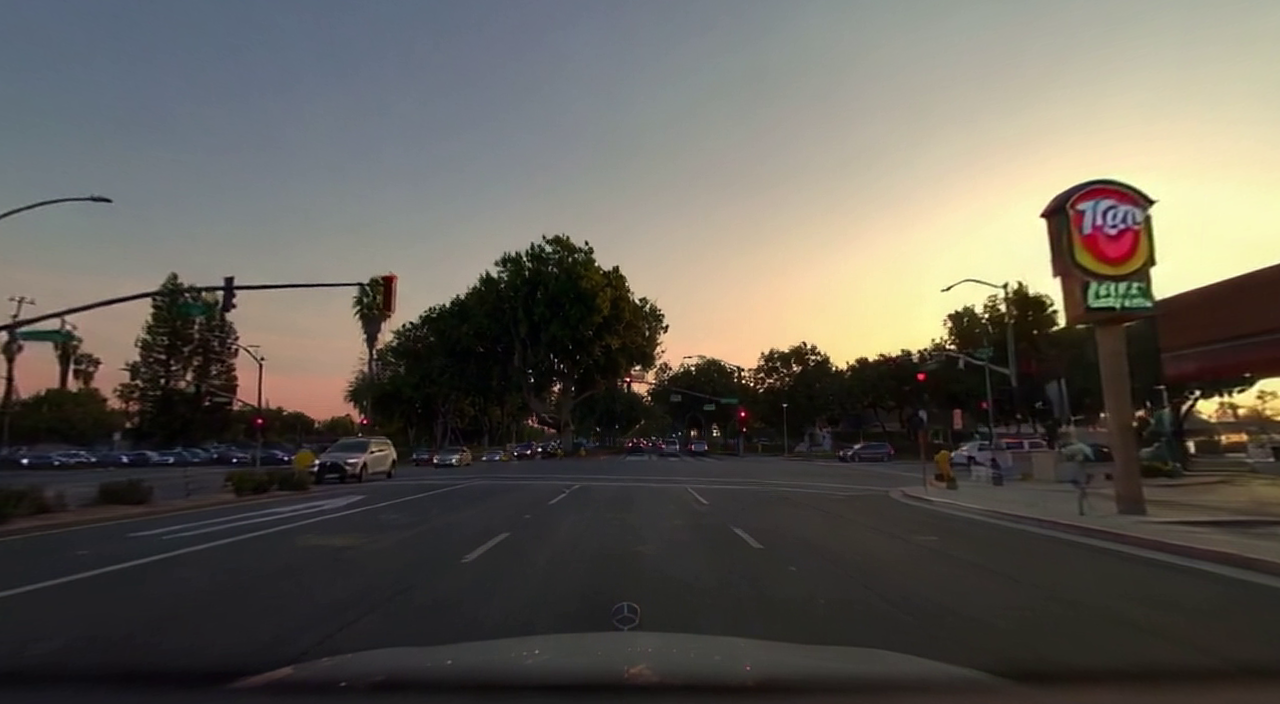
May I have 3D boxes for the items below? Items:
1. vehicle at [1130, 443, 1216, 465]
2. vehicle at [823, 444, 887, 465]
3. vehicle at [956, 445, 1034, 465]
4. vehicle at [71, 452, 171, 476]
[{"bbox_3d":[39.875,7.612,47.339,4.600,1.609,2.008,0,-9,0],"label":"vehicle"},{"bbox_3d":[16.439,7.838,48.393,4.301,1.533,1.848,-1,-9,8],"label":"vehicle"},{"bbox_3d":[26.534,7.696,47.371,4.634,1.468,1.981,0,-9,0],"label":"vehicle"},{"bbox_3d":[-33.354,7.223,40.695,4.758,1.462,1.932,0,-9,2],"label":"vehicle"}]
